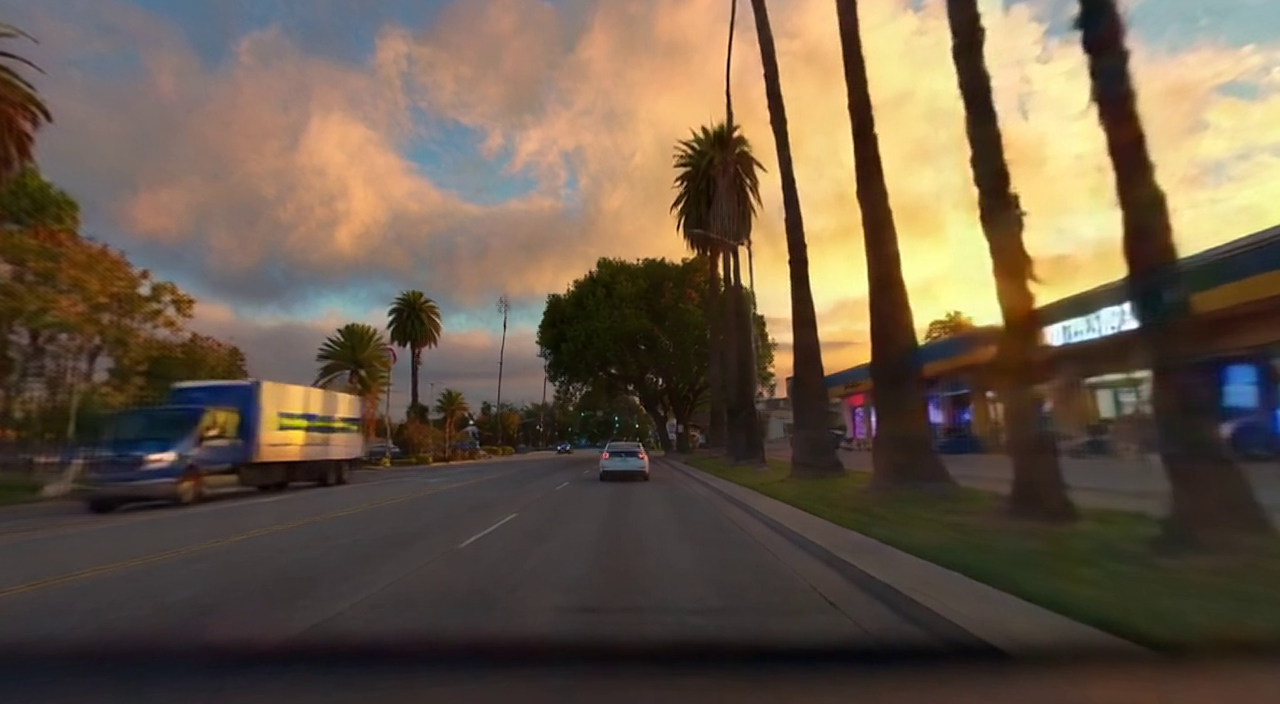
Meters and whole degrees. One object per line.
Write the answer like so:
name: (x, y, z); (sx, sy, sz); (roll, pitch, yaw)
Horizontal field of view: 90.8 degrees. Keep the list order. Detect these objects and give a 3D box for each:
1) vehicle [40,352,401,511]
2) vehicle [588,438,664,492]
vehicle: (-11.643, 2.673, 20.331); (3.022, 3.532, 12.586); (0, -8, 0)
vehicle: (-0.409, 3.428, 19.509); (2.076, 1.486, 4.119); (0, -8, -1)
